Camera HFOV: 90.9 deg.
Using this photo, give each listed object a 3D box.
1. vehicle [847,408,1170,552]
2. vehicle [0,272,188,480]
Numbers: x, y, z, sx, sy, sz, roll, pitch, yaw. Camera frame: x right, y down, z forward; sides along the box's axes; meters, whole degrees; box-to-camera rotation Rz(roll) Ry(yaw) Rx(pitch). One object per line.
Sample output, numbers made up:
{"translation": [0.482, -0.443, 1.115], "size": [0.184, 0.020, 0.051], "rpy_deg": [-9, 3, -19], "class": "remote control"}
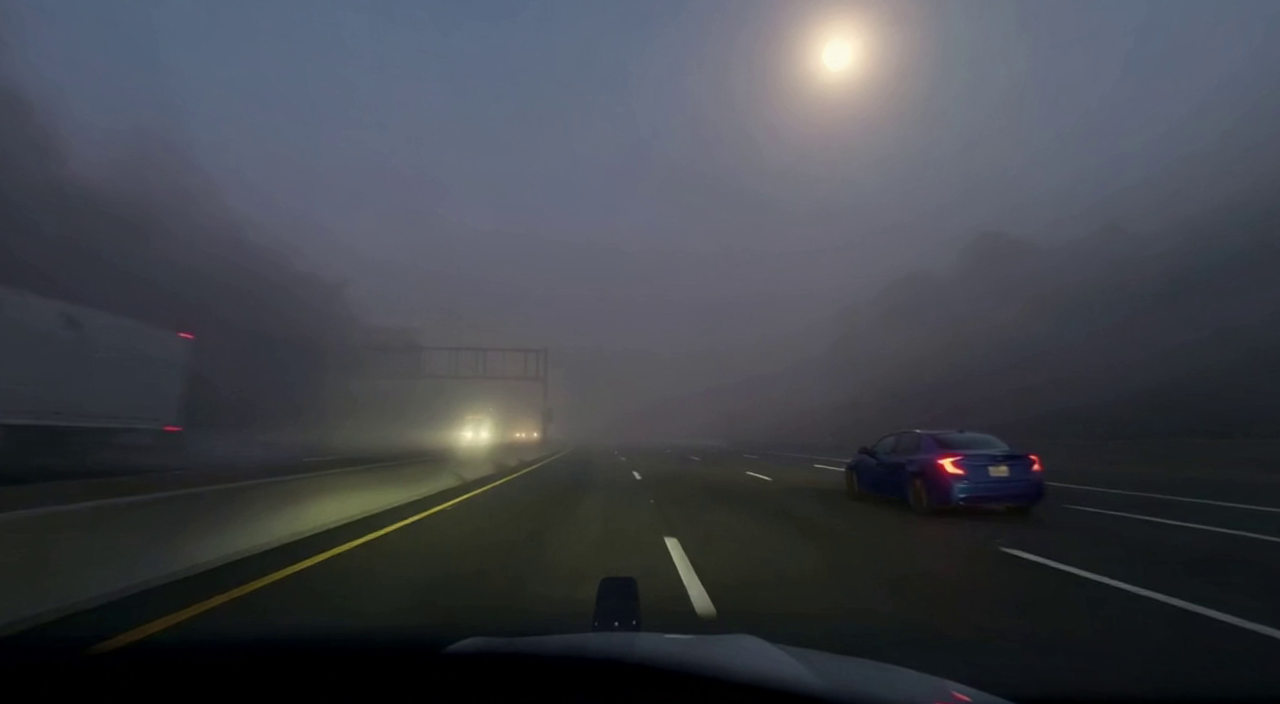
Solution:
{"translation": [4.878, 1.718, 9.262], "size": [1.997, 1.589, 4.179], "rpy_deg": [0, -8, -4], "class": "vehicle"}
{"translation": [-13.740, 0.167, 9.959], "size": [2.957, 3.977, 14.659], "rpy_deg": [0, -8, -2], "class": "vehicle"}
